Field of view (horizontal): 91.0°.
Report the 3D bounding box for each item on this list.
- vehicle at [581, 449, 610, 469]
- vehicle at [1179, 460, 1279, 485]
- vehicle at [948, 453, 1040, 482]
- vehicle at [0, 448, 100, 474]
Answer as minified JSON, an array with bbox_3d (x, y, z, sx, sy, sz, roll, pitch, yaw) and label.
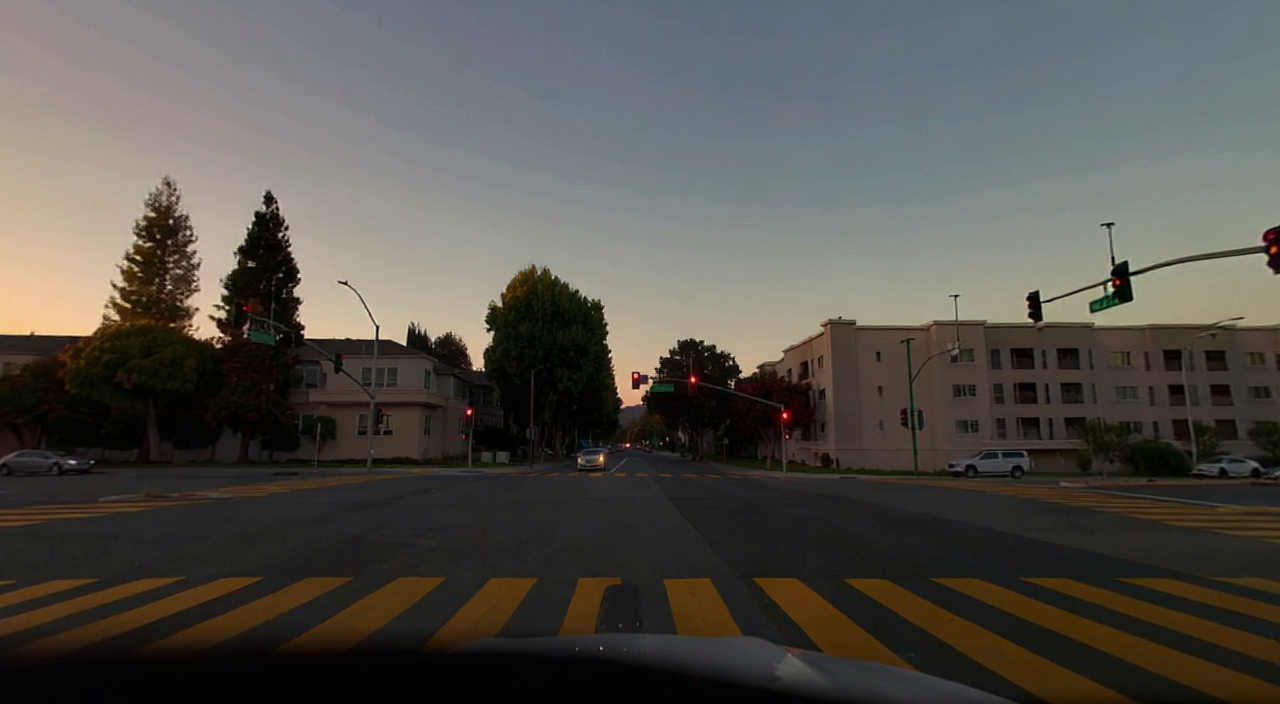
[{"bbox_3d":[-3.459,8.354,49.205,1.908,1.441,4.142,0,-8,1],"label":"vehicle"},{"bbox_3d":[36.201,7.314,38.305,4.976,1.428,1.929,0,-8,-2],"label":"vehicle"},{"bbox_3d":[21.088,6.877,37.592,4.447,1.623,1.801,0,-9,-3],"label":"vehicle"},{"bbox_3d":[-35.147,6.415,37.181,4.741,1.447,1.807,0,-9,0],"label":"vehicle"}]
